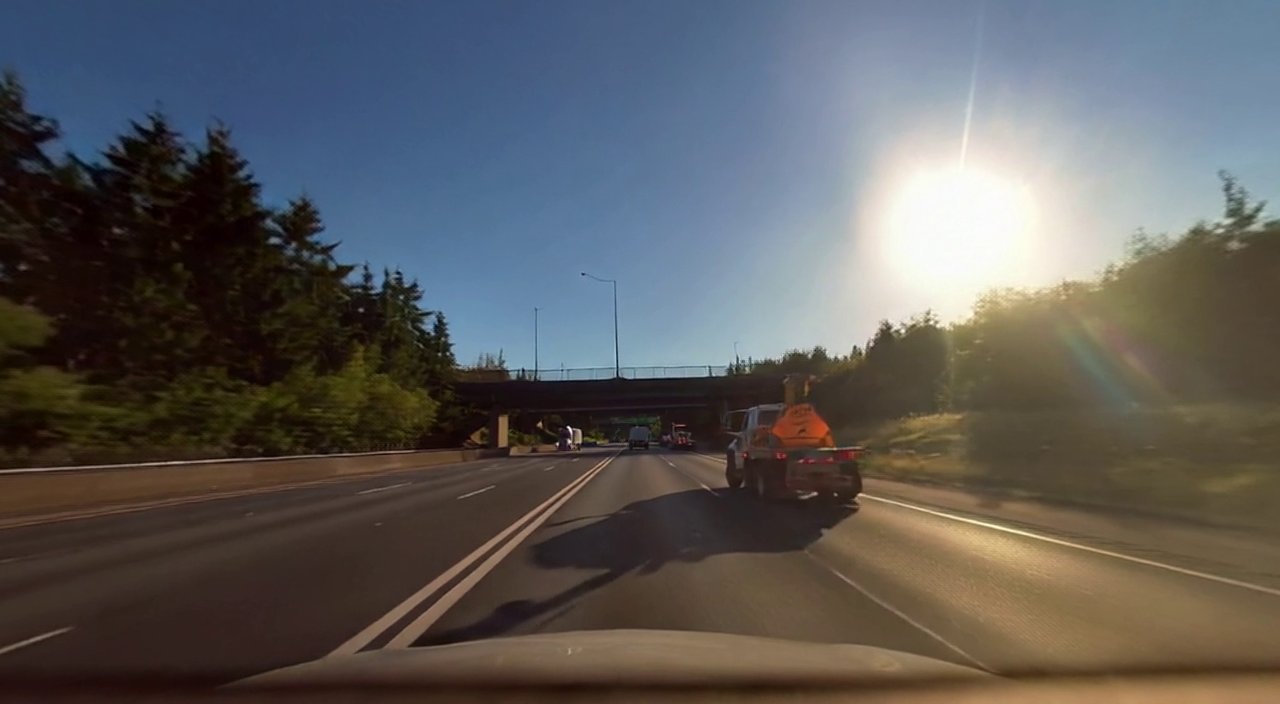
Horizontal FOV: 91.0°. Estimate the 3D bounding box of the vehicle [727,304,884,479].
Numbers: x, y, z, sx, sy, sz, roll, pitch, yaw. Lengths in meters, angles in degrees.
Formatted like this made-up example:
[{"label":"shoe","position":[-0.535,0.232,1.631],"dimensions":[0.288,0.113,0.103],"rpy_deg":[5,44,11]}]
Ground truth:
[{"label":"vehicle","position":[4.390,1.336,18.024],"dimensions":[2.875,4.206,4.999],"rpy_deg":[-3,-9,0]}]
